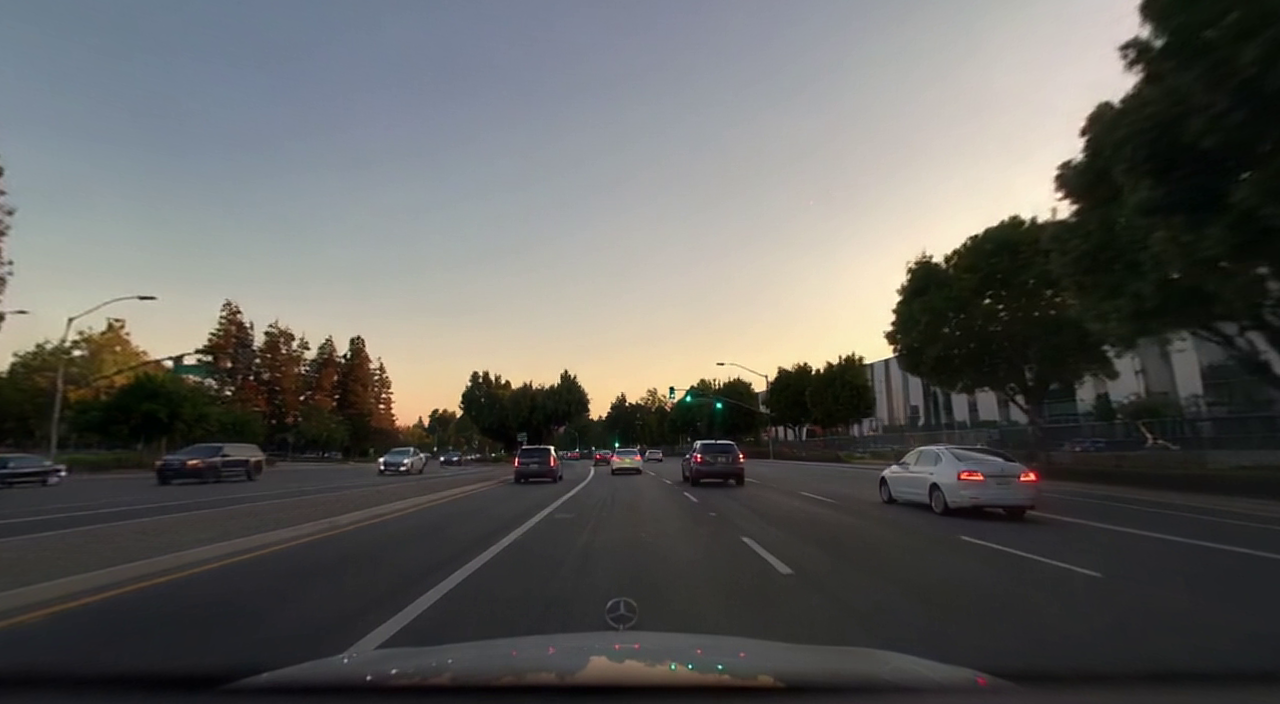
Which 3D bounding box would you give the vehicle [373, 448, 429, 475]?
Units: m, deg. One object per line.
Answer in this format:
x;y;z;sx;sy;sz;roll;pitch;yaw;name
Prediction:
-15.709;7.173;41.774;1.970;1.650;4.507;0;-9;-1;vehicle

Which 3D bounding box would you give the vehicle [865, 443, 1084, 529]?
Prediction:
6.404;2.577;12.820;1.945;1.408;4.288;0;-9;-3;vehicle

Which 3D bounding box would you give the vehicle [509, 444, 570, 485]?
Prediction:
-4.401;4.984;28.335;2.172;1.671;4.175;0;-9;-1;vehicle

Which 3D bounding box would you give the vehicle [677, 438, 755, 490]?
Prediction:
2.689;4.110;23.495;2.161;1.716;4.194;0;-9;-3;vehicle

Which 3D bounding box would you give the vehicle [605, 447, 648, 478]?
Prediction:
-0.792;5.858;33.832;2.155;1.486;4.403;0;-9;-3;vehicle

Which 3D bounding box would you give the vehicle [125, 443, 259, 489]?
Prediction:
-18.874;4.797;26.961;2.241;1.732;4.747;0;-9;0;vehicle
